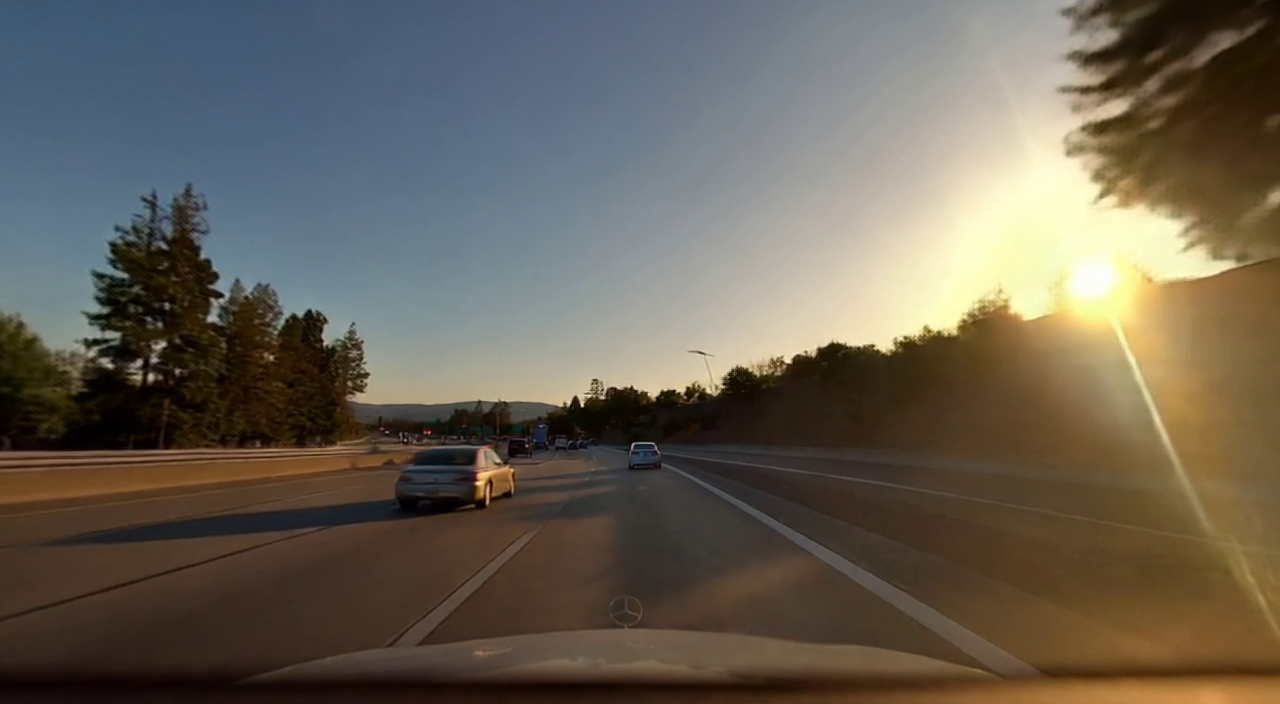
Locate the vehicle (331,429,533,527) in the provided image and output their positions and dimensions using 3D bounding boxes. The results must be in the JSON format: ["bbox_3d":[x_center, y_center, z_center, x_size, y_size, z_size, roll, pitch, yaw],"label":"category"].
[{"bbox_3d":[-3.667,2.341,12.352,2.246,1.519,4.980,0,-9,0],"label":"vehicle"}]

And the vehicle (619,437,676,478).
[{"bbox_3d":[0.211,4.078,24.633,2.051,1.444,3.927,0,-9,-2],"label":"vehicle"}]
